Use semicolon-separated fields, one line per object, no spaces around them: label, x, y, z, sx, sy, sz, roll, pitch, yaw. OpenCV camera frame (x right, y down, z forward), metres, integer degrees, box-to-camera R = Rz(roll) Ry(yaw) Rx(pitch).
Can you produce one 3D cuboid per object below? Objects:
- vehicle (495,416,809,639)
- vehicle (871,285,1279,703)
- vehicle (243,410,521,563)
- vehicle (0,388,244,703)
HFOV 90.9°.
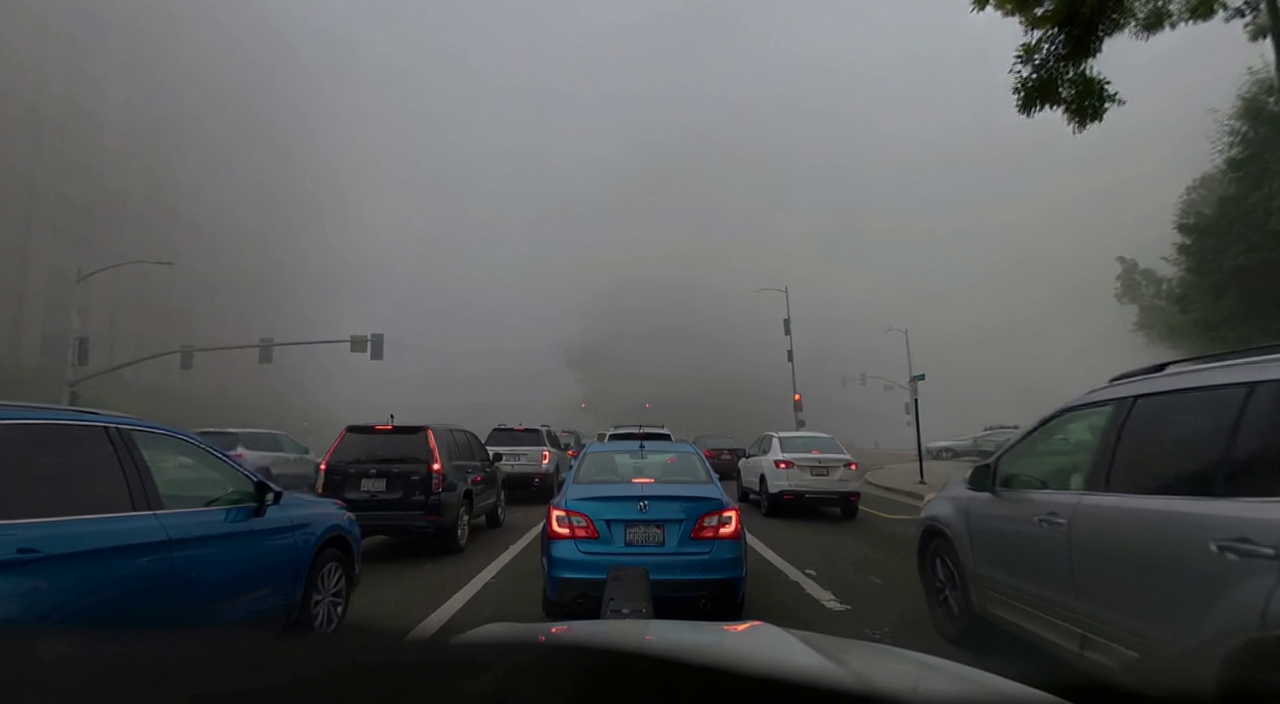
vehicle;0.079;1.508;6.382;2.147;1.507;3.953;0;-8;0
vehicle;3.049;0.862;3.124;2.108;1.785;4.334;0;-9;0
vehicle;-3.370;1.869;9.498;2.168;1.719;4.561;-1;-9;1
vehicle;-3.399;0.742;1.237;2.144;1.505;4.635;-1;-8;1
